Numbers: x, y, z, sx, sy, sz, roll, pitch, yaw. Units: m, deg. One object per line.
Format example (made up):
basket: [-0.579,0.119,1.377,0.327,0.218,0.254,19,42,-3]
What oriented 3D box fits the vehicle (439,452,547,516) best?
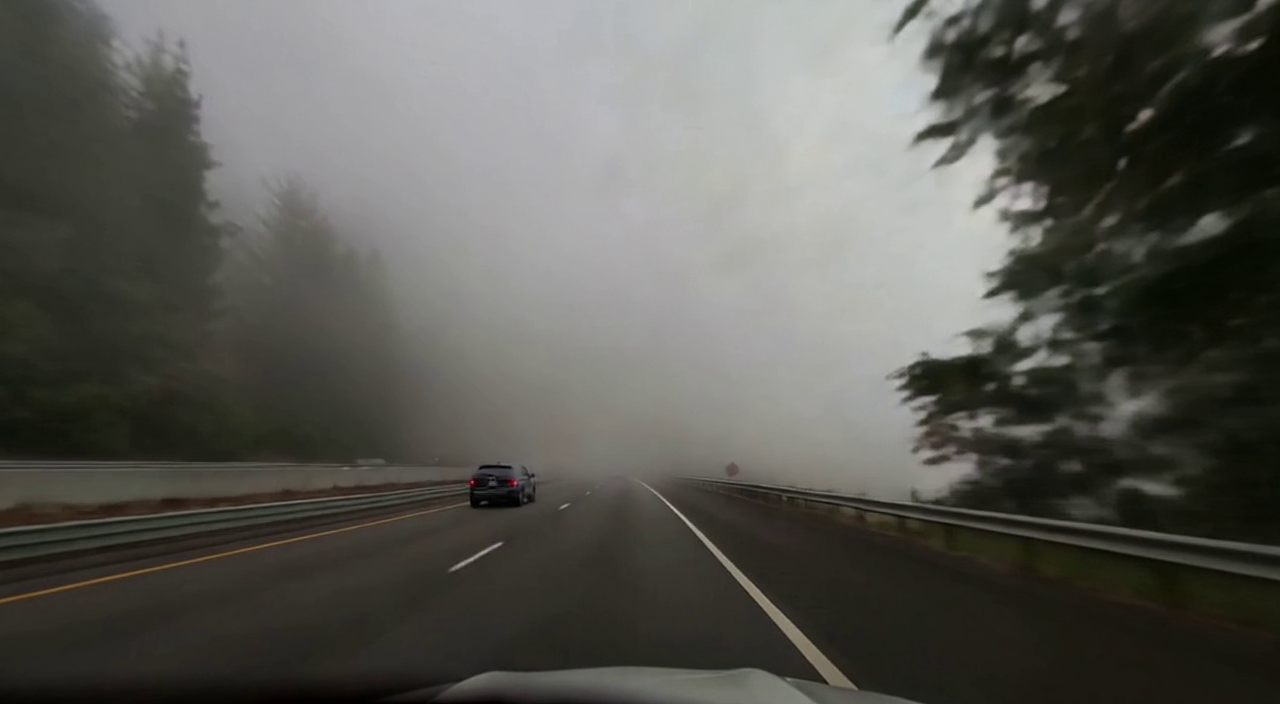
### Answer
vehicle: [-4.539,4.227,20.454,2.286,1.757,5.057,1,-11,0]

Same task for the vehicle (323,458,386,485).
vehicle: [-17.051,7.191,37.854,1.758,1.473,4.258,1,-11,-1]
